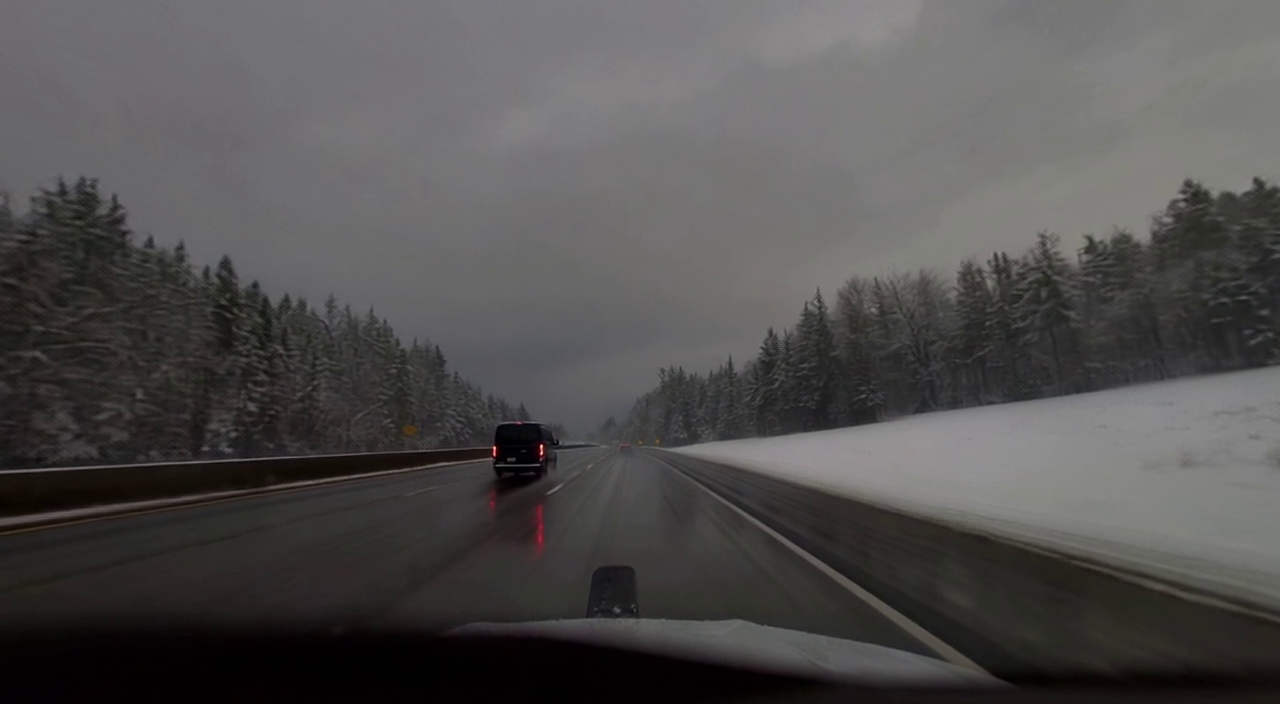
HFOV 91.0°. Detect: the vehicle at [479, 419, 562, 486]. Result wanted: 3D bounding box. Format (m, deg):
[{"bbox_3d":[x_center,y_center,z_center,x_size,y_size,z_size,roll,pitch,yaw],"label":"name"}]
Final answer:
[{"bbox_3d":[-4.016,3.473,22.000,1.976,2.029,4.737,-1,-8,0],"label":"vehicle"}]
